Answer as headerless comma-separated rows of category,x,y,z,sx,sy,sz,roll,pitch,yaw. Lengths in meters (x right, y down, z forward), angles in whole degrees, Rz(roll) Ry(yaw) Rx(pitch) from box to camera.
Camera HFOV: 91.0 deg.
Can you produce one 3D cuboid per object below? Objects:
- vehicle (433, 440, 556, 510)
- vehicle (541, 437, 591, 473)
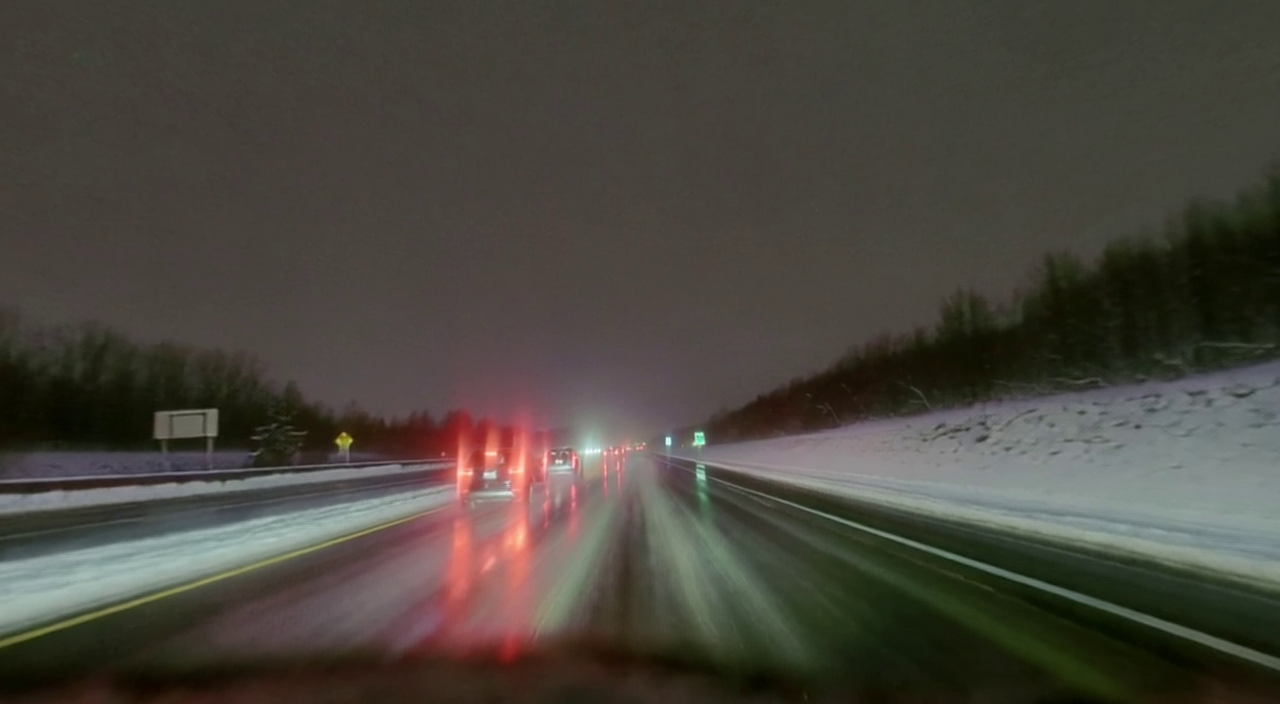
vehicle,-3.535,3.106,16.328,2.044,1.527,4.607,0,-9,1
vehicle,-4.059,5.787,35.385,2.177,1.852,4.427,0,-9,1
